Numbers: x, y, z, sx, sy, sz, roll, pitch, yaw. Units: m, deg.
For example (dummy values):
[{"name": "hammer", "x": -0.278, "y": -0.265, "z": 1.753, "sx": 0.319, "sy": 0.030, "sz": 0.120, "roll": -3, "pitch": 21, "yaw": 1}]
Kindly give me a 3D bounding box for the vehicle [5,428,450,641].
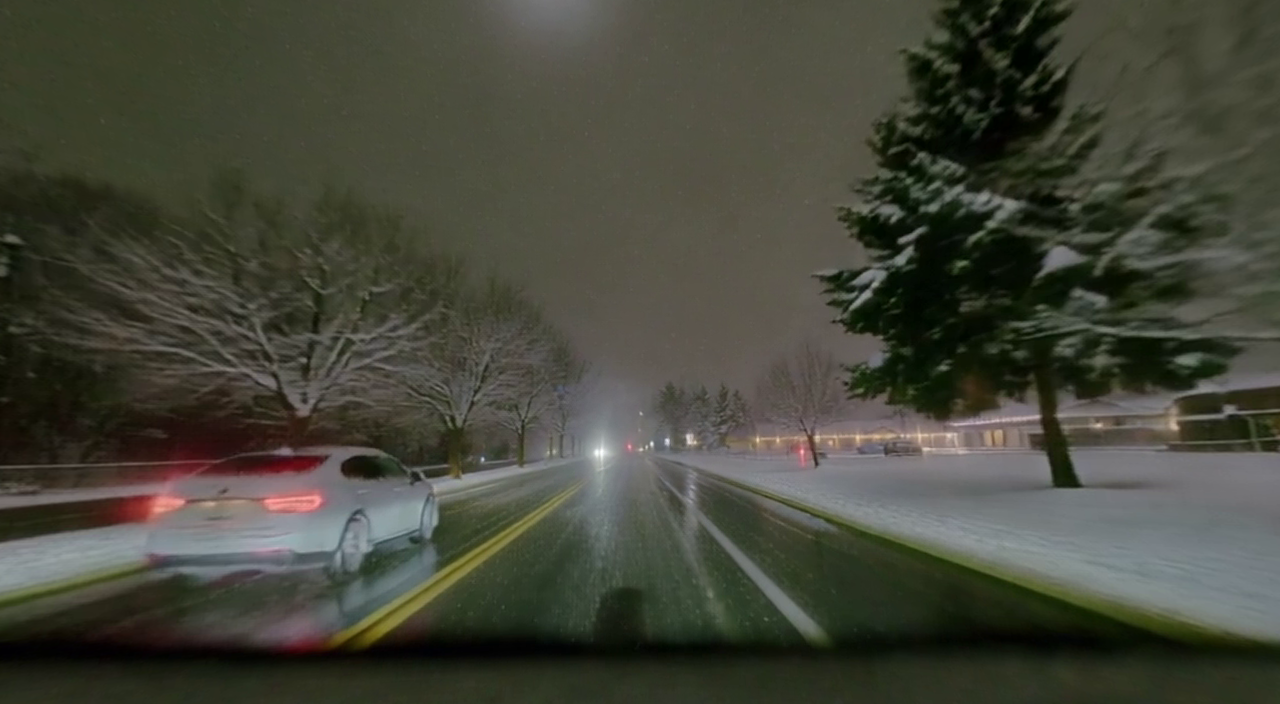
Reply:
[{"name": "vehicle", "x": -3.655, "y": 1.646, "z": 6.699, "sx": 2.030, "sy": 1.550, "sz": 3.925, "roll": 0, "pitch": -9, "yaw": 0}]
